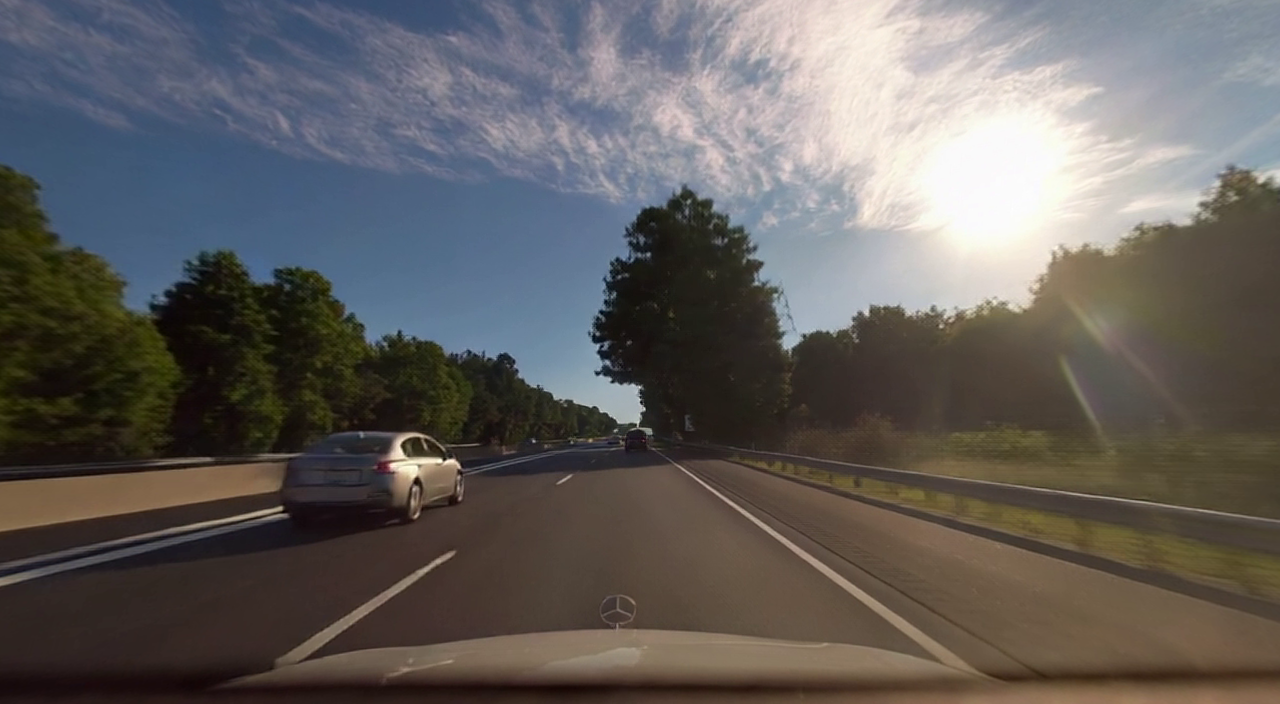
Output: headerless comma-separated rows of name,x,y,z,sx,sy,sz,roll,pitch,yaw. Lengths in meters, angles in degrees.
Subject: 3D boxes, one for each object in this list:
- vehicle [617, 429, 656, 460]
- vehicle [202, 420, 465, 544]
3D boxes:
vehicle,-0.217,5.322,36.420,2.134,1.654,4.174,0,-8,-1
vehicle,-4.291,1.858,9.729,2.030,1.491,4.046,0,-8,0
